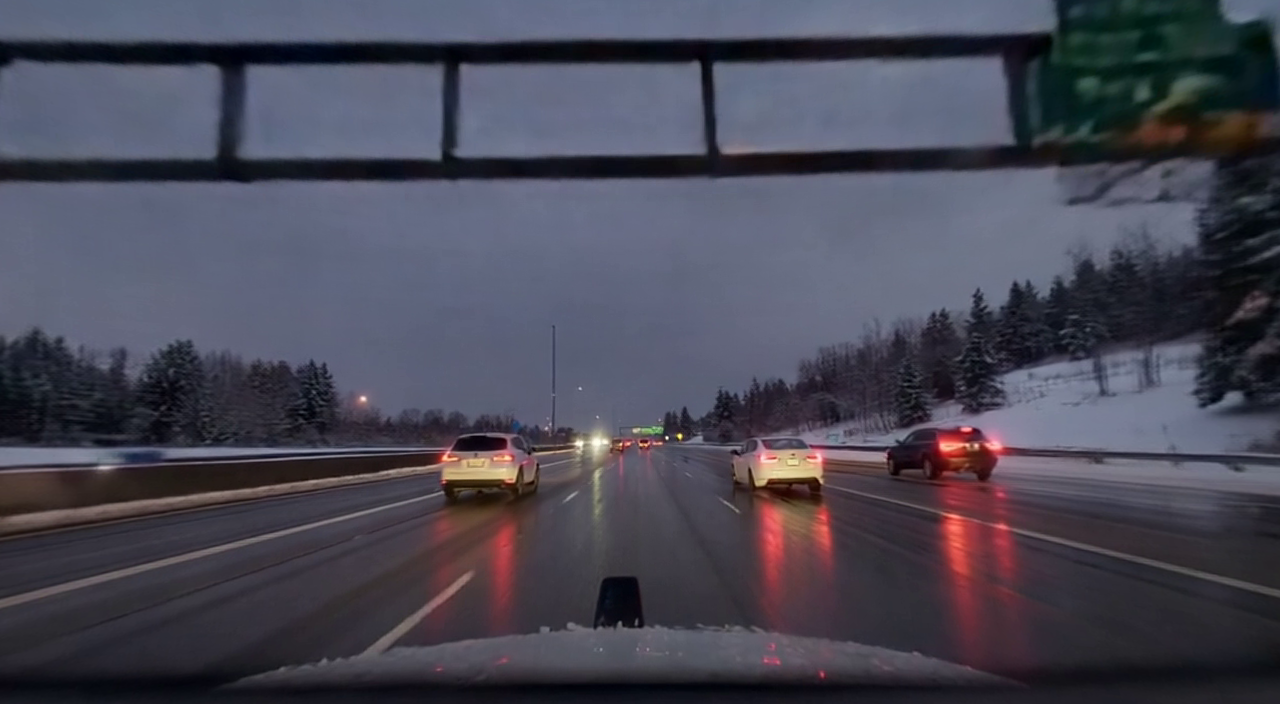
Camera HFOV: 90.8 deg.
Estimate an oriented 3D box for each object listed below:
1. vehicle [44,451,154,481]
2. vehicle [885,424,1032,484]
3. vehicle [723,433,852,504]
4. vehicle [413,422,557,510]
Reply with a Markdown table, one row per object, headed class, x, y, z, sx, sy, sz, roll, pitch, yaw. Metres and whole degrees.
| class | x | y | z | sx | sy | sz | roll | pitch | yaw |
| --- | --- | --- | --- | --- | --- | --- | --- | --- | --- |
| vehicle | -30.465 | 6.403 | 35.792 | 1.868 | 1.496 | 4.875 | 0 | -8 | 0 |
| vehicle | 11.171 | 3.637 | 22.801 | 2.223 | 1.865 | 5.704 | 0 | -8 | -1 |
| vehicle | 3.603 | 2.944 | 16.497 | 2.107 | 1.550 | 4.949 | 0 | -8 | -1 |
| vehicle | -3.407 | 2.613 | 14.928 | 2.193 | 1.746 | 4.512 | 0 | -8 | 1 |
